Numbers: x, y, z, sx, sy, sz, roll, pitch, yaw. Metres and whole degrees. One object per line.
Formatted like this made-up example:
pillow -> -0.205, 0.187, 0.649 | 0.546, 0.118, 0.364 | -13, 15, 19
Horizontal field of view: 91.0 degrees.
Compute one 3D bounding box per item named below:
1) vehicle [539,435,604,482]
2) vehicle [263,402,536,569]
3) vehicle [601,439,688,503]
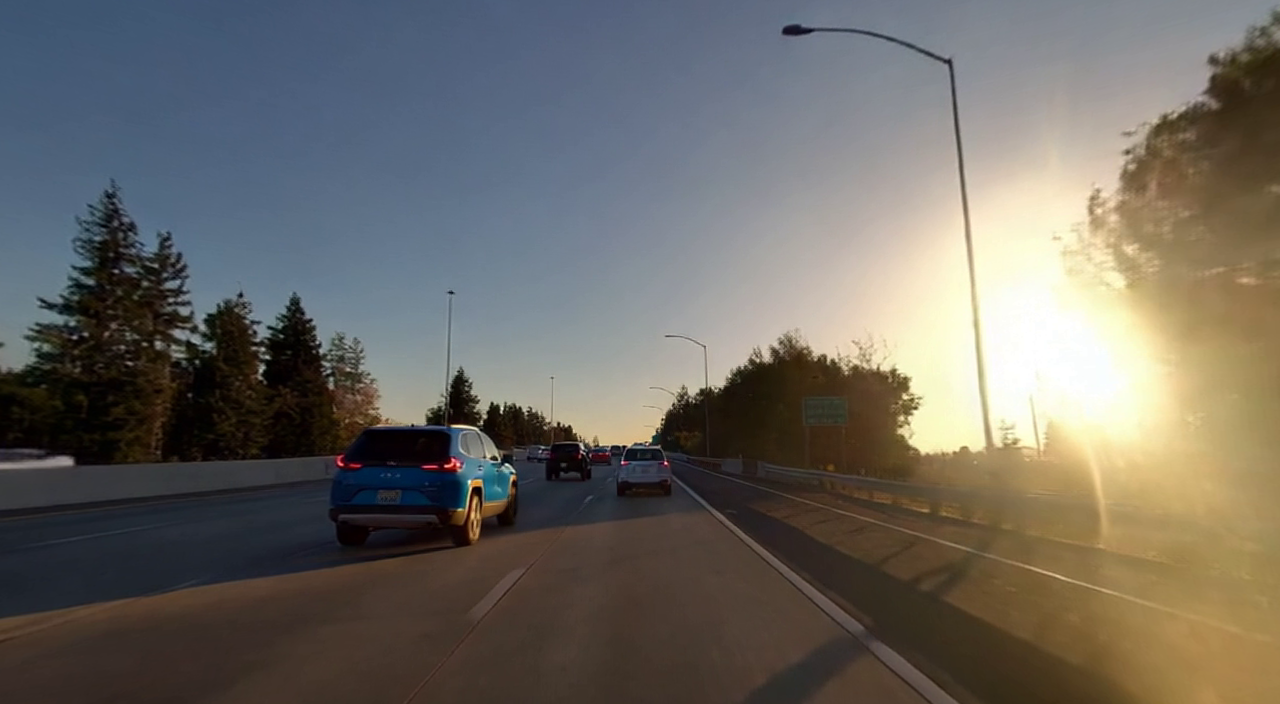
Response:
vehicle -> -2.752, 4.431, 26.459 | 2.125, 1.771, 4.721 | 0, -9, 1
vehicle -> -2.967, 1.762, 8.971 | 2.123, 1.798, 4.108 | 0, -9, 2
vehicle -> 0.097, 3.151, 17.078 | 2.068, 1.488, 4.045 | 0, -9, -1
